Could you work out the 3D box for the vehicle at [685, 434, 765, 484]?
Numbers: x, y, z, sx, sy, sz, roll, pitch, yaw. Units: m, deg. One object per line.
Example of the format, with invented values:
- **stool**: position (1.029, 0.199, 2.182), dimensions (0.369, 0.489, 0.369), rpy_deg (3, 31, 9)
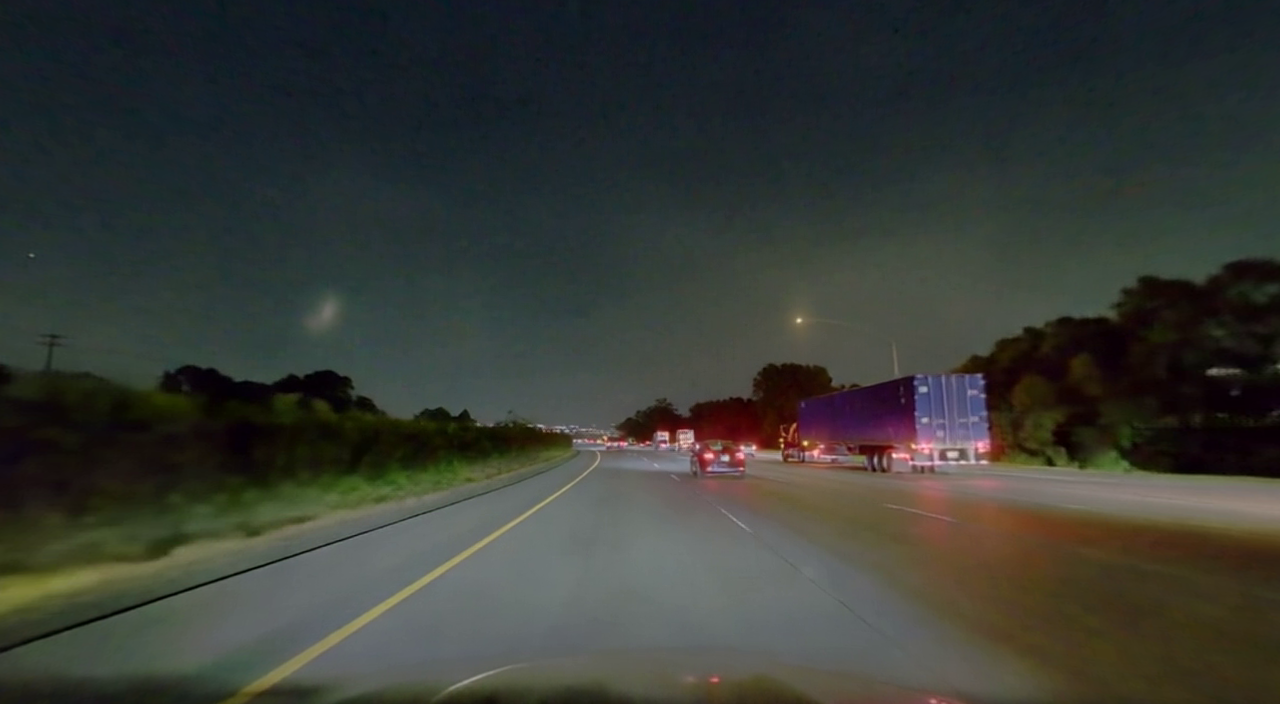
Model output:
- **vehicle**: position (3.126, 4.055, 24.332), dimensions (2.305, 1.729, 4.526), rpy_deg (0, -8, -2)
